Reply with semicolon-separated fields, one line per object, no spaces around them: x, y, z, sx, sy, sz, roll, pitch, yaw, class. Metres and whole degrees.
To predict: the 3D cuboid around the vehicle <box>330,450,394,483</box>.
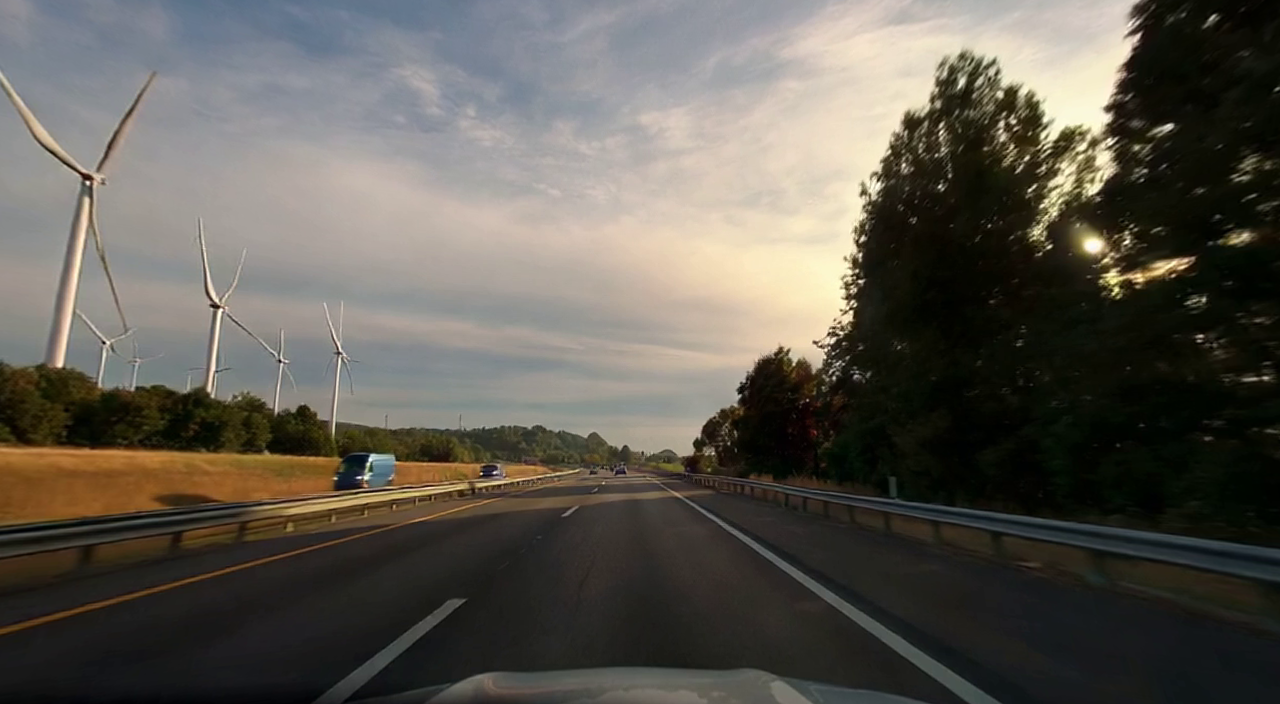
-17.481;7.260;39.936;1.954;1.878;4.658;1;-10;-1;vehicle
